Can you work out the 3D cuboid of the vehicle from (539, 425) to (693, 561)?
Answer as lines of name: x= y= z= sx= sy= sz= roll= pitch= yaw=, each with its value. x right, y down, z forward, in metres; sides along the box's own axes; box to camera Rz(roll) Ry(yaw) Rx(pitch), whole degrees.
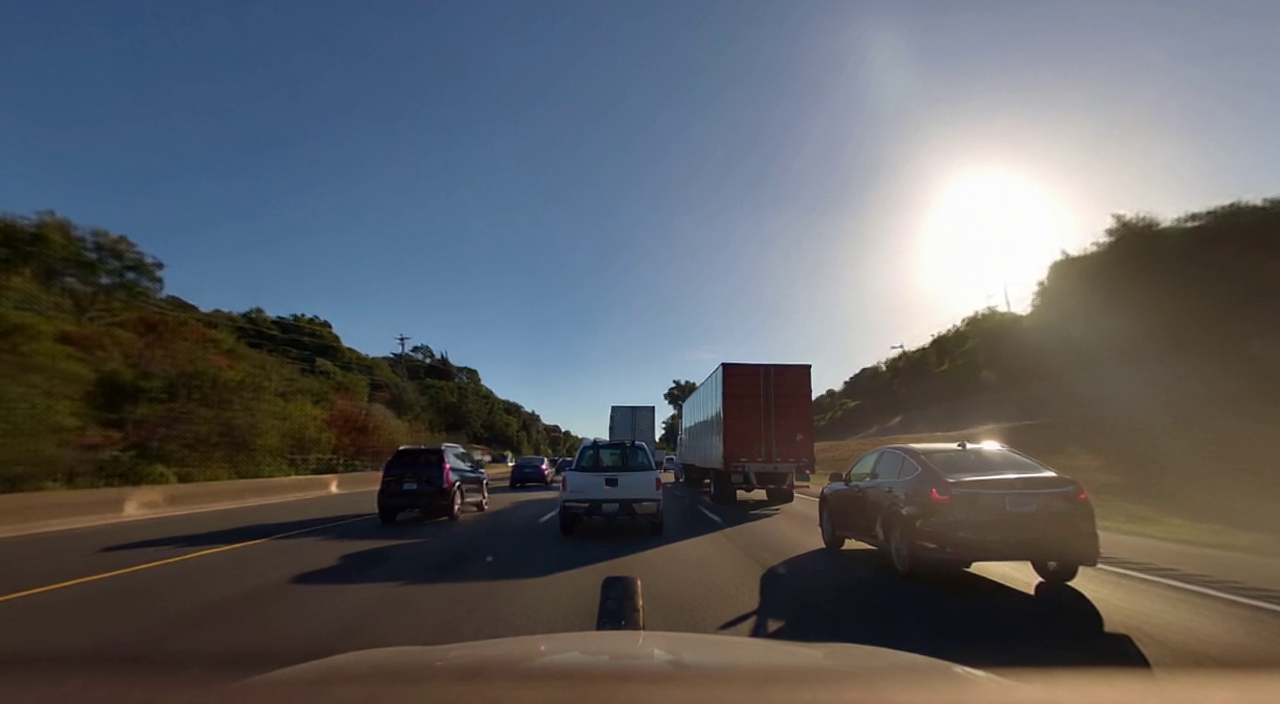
vehicle: x=-0.337 y=2.214 z=10.578 sx=2.037 sy=1.792 sz=4.194 roll=0 pitch=-9 yaw=0

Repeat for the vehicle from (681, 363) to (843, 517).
vehicle: x=3.781 y=3.754 z=25.954 sx=3.032 sy=4.051 sz=18.805 roll=0 pitch=-9 yaw=0

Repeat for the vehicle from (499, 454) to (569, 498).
vehicle: x=-3.952 y=4.680 z=24.158 sx=1.923 sy=1.503 sz=4.293 roll=0 pitch=-9 yaw=0

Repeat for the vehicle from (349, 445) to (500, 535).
vehicle: x=-4.346 y=2.806 z=13.383 sx=1.789 sy=1.620 sz=3.841 roll=0 pitch=-9 yaw=1

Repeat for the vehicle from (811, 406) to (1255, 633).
vehicle: x=3.701 y=1.667 z=7.307 sx=2.076 sy=1.751 sz=4.666 roll=0 pitch=-9 yaw=0
